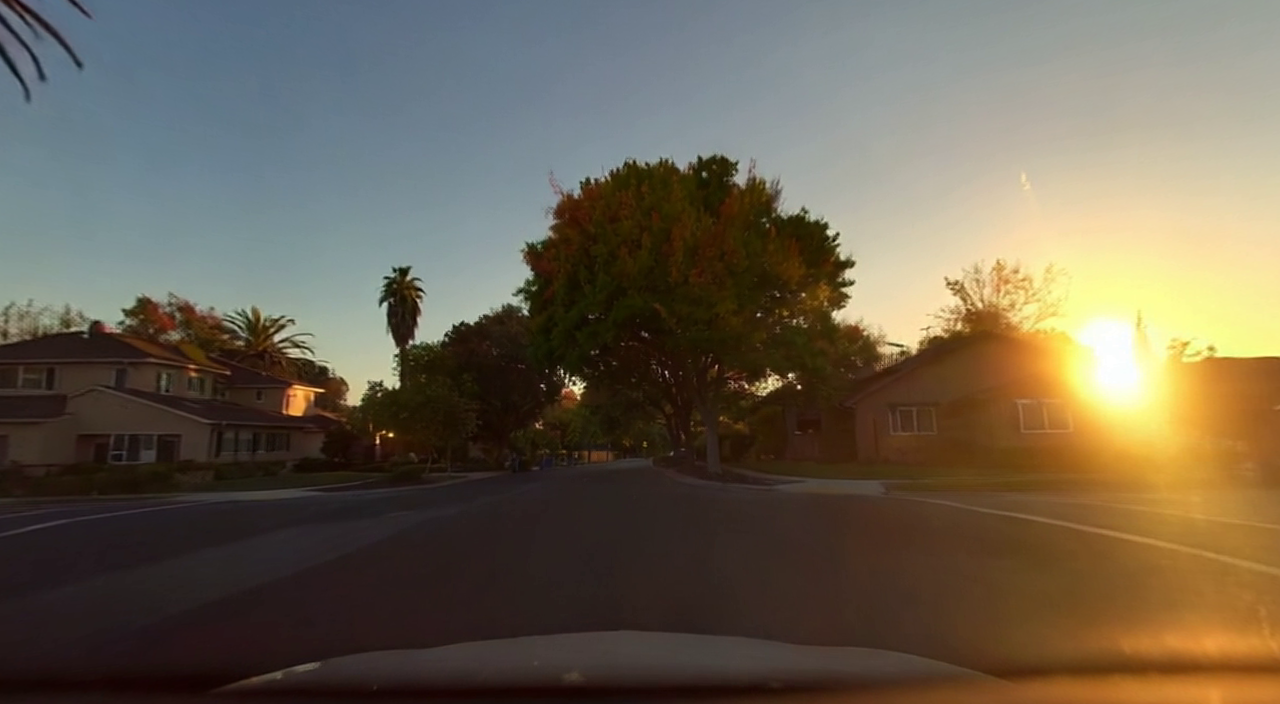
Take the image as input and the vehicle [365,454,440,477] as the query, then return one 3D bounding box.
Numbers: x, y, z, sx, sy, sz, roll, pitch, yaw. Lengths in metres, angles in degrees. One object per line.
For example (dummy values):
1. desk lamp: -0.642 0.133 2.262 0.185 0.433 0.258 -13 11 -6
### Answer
1. vehicle: -16.276 7.763 43.410 4.358 1.516 2.077 1 -9 -4
